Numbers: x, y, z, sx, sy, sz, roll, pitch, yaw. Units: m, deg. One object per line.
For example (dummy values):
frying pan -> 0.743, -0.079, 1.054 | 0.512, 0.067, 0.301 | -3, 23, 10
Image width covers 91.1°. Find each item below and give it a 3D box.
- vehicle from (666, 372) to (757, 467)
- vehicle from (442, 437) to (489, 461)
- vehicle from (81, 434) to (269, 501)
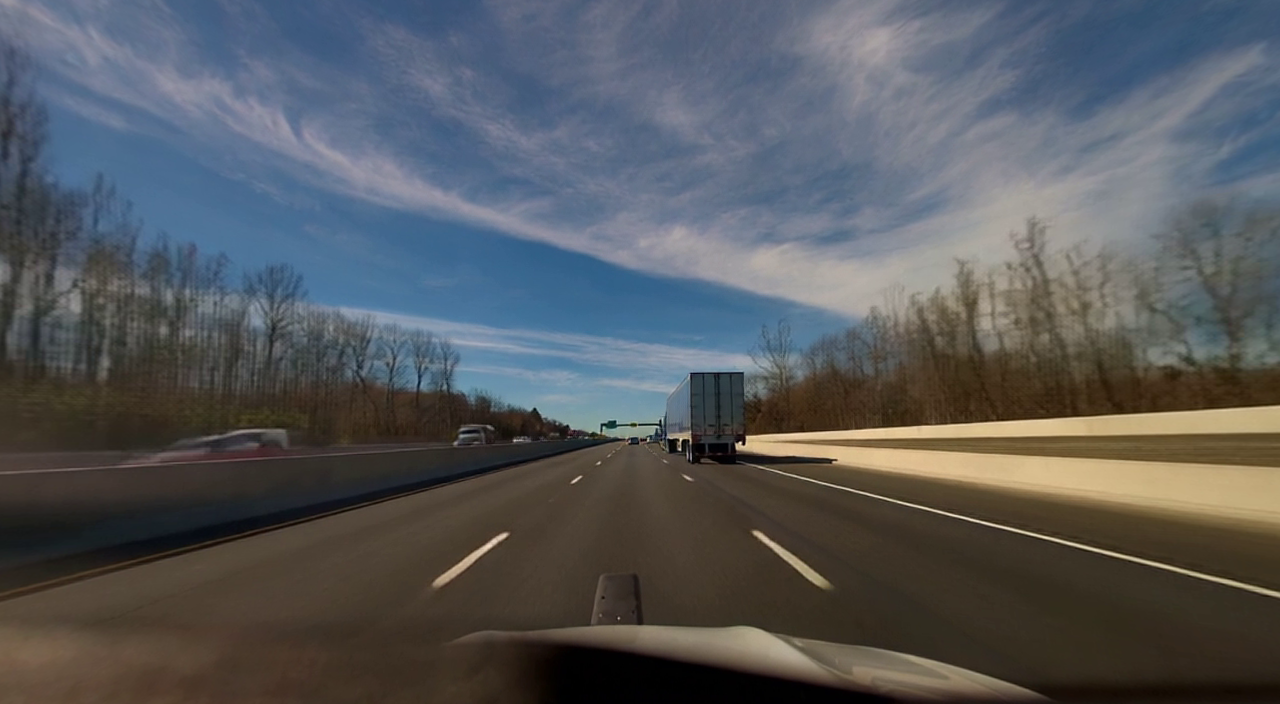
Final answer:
vehicle -> 3.465, 3.970, 35.590 | 2.979, 4.161, 15.508 | 1, -7, -2
vehicle -> -12.191, 6.768, 44.196 | 1.933, 1.543, 4.960 | 0, -8, 0
vehicle -> -12.175, 3.002, 16.882 | 1.838, 1.534, 4.240 | 0, -8, -1
